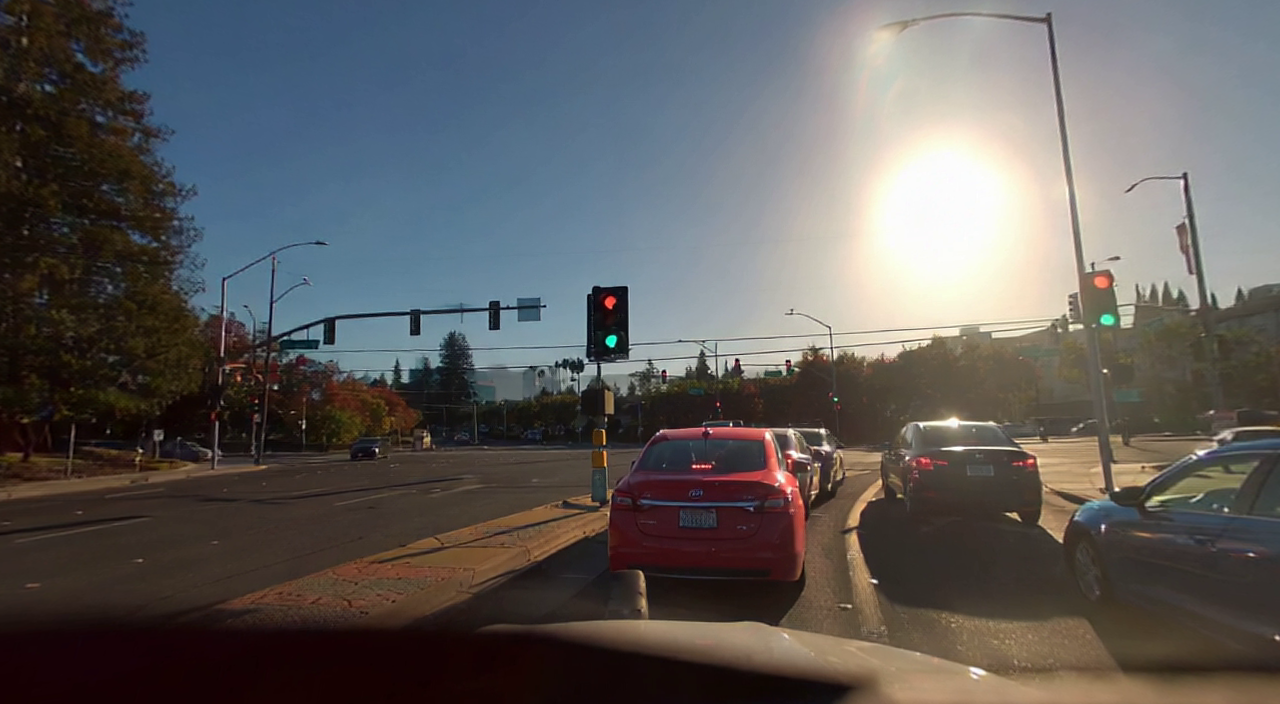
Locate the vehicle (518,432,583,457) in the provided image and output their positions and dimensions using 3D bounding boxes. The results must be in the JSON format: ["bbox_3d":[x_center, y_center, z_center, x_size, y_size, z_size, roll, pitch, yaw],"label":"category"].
[{"bbox_3d":[-5.961,6.114,41.553,1.932,1.573,4.509,8,-12,-44],"label":"vehicle"}]

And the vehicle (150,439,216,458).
[{"bbox_3d":[-35.394,7.450,48.635,1.652,1.433,3.733,-7,-11,40],"label":"vehicle"}]

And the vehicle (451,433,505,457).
[{"bbox_3d":[-12.466,7.133,48.193,1.972,1.705,4.457,8,-11,-44],"label":"vehicle"}]

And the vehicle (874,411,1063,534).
[{"bbox_3d":[5.540,2.046,11.289,2.102,1.717,4.373,-2,-9,16],"label":"vehicle"}]

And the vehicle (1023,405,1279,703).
[{"bbox_3d":[4.242,1.062,3.370,1.954,1.508,4.441,-1,-8,6],"label":"vehicle"}]

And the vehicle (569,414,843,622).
[{"bbox_3d":[0.855,1.499,6.691,2.052,1.483,3.928,-2,-8,12],"label":"vehicle"}]
